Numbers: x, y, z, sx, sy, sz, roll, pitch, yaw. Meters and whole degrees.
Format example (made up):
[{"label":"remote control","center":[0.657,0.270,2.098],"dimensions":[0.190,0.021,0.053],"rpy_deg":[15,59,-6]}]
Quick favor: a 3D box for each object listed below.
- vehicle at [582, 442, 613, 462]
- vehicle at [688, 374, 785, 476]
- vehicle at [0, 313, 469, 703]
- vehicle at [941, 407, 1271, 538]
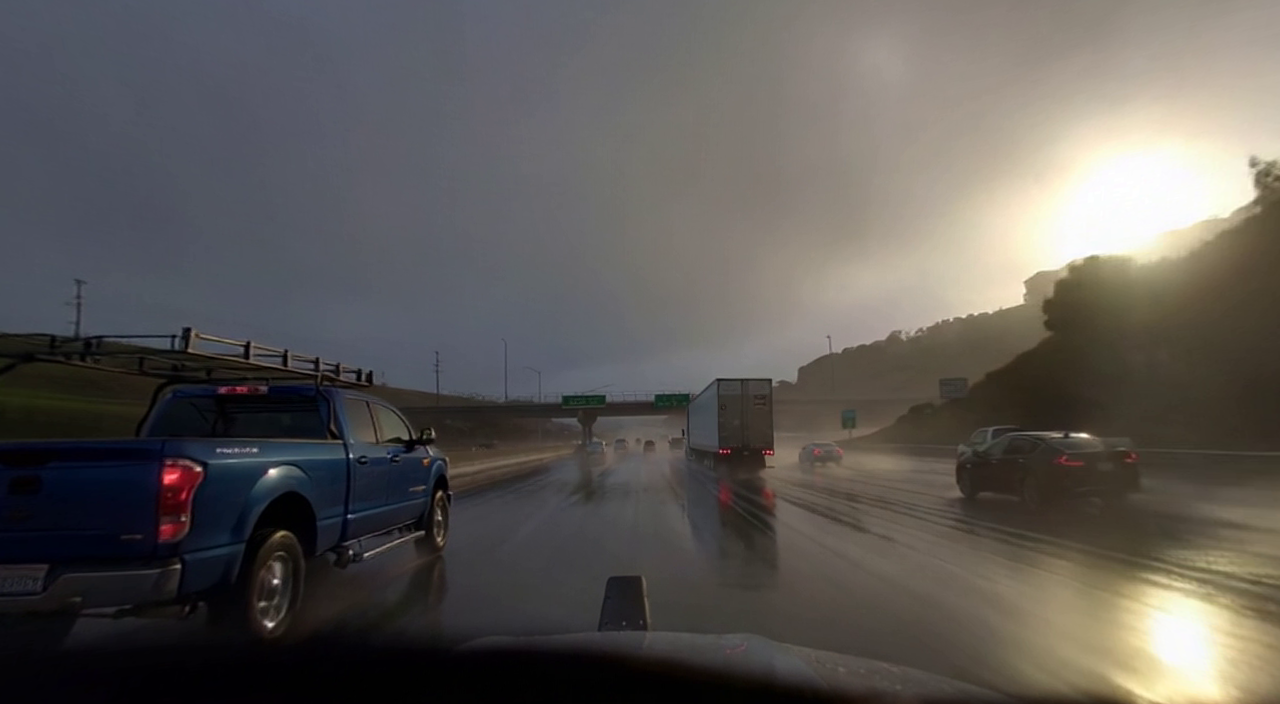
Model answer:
[{"label":"vehicle","center":[-3.216,7.634,48.325],"dimensions":[2.077,1.446,4.106],"rpy_deg":[0,-8,1]},{"label":"vehicle","center":[4.361,3.851,31.744],"dimensions":[2.885,4.036,12.891],"rpy_deg":[0,-8,0]},{"label":"vehicle","center":[-3.870,1.277,6.241],"dimensions":[2.599,2.054,6.288],"rpy_deg":[0,-8,0]},{"label":"vehicle","center":[7.264,1.926,10.675],"dimensions":[1.999,1.700,4.640],"rpy_deg":[0,-8,0]}]
